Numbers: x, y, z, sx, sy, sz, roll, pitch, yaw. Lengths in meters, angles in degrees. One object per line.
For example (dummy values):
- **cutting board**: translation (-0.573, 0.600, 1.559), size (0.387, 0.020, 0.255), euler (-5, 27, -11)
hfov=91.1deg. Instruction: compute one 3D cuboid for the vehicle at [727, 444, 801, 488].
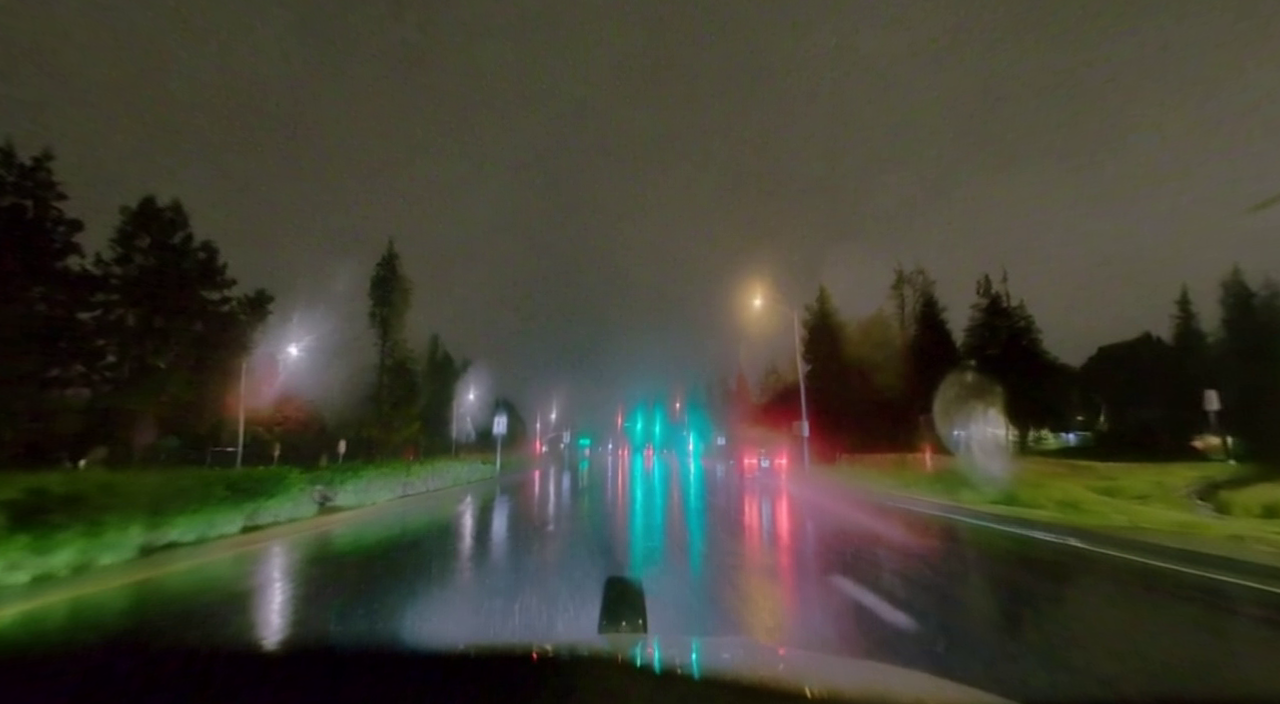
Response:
- **vehicle**: translation (4.663, 4.321, 24.250), size (1.913, 1.516, 4.322), euler (0, -8, -1)
